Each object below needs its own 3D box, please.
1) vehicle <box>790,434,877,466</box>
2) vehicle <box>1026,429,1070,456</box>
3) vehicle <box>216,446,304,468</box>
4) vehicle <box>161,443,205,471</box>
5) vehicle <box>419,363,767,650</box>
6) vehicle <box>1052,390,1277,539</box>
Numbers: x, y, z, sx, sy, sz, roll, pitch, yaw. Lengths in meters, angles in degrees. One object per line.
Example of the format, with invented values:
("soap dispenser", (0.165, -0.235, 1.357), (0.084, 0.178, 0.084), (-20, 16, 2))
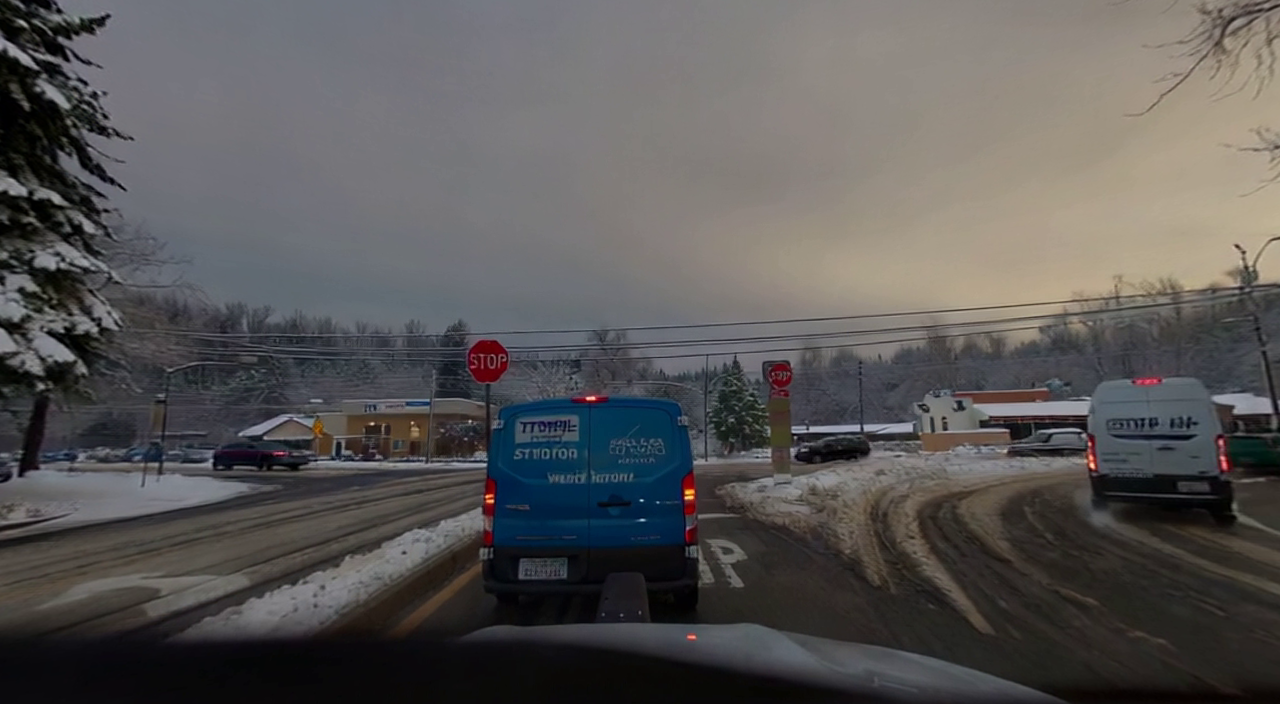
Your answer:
("vehicle", (10.532, 5.310, 34.290), (4.512, 1.659, 1.985), (5, -10, -32))
("vehicle", (29.203, 6.491, 45.134), (2.079, 1.797, 5.345), (-7, -11, 37))
("vehicle", (-25.924, 7.172, 43.217), (4.670, 1.472, 1.851), (1, -9, -9))
("vehicle", (-29.803, 6.841, 41.333), (1.913, 1.682, 4.120), (5, -10, -31))
("vehicle", (-0.210, 1.325, 6.421), (2.237, 1.828, 4.546), (0, -9, 3))
("vehicle", (9.775, 2.112, 12.449), (2.385, 2.196, 5.640), (-5, -10, 30))
